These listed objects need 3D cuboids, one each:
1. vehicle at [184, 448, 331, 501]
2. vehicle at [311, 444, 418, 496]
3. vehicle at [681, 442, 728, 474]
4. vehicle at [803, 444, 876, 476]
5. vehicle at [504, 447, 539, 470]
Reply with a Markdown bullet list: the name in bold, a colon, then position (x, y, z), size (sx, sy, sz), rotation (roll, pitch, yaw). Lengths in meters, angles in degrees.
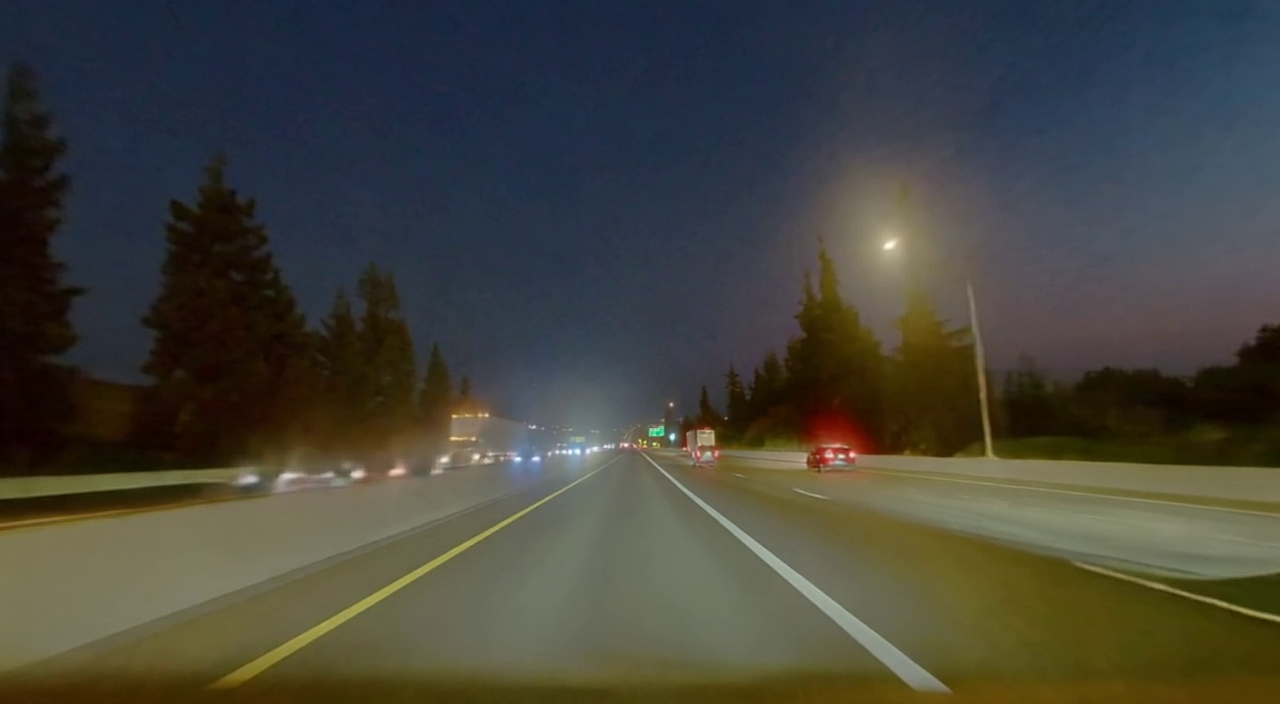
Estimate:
- **vehicle**: position (-11.975, 3.830, 20.219), size (1.911, 1.468, 4.434), rotation (0, -9, 0)
- **vehicle**: position (-8.488, 3.641, 19.820), size (1.798, 1.465, 3.431), rotation (0, -9, 0)
- **vehicle**: position (3.433, 5.715, 34.257), size (2.018, 1.600, 4.121), rotation (0, -9, -2)
- **vehicle**: position (10.181, 5.545, 32.774), size (1.987, 1.502, 5.130), rotation (0, -9, -2)
- **vehicle**: position (-7.504, 6.785, 40.343), size (1.543, 1.401, 3.404), rotation (0, -9, 1)
